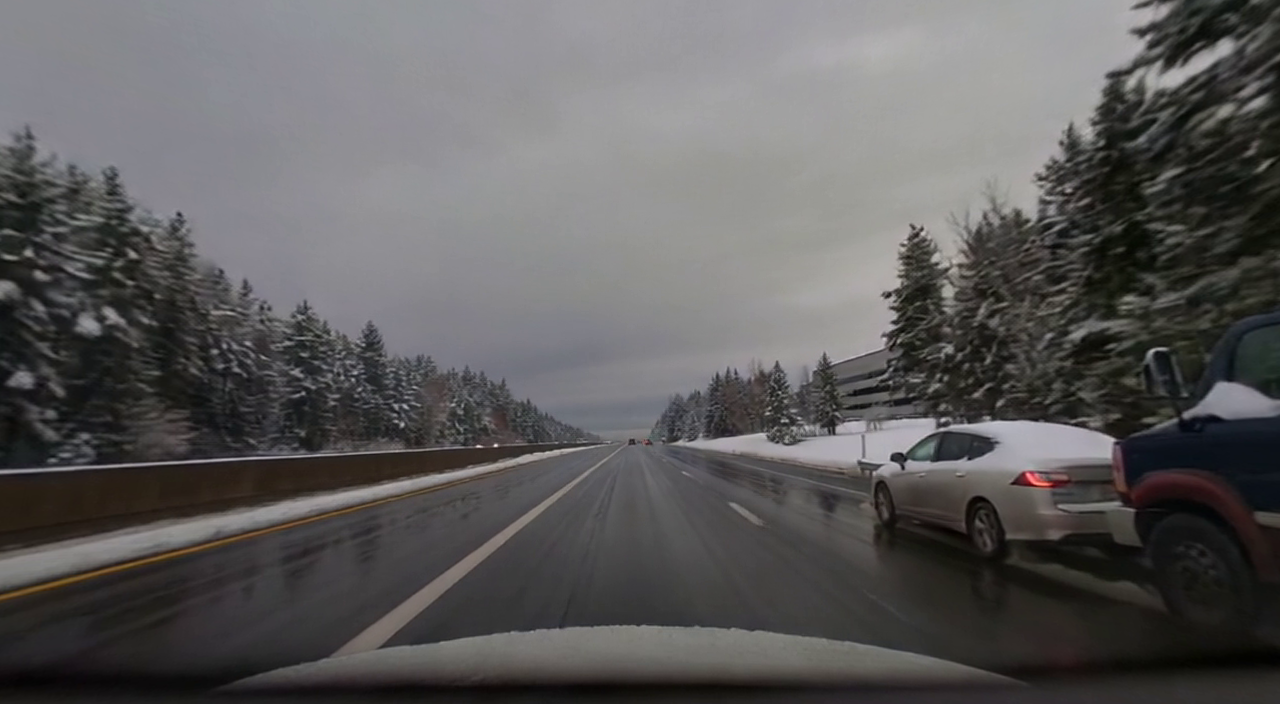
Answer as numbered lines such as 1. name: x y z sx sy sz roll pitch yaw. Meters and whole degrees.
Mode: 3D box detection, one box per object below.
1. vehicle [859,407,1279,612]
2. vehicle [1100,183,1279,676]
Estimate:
1. vehicle: 4.454 1.544 7.303 2.095 1.587 4.638 0 -8 -1
2. vehicle: 4.581 0.282 2.407 2.370 2.579 4.127 0 -8 -1
